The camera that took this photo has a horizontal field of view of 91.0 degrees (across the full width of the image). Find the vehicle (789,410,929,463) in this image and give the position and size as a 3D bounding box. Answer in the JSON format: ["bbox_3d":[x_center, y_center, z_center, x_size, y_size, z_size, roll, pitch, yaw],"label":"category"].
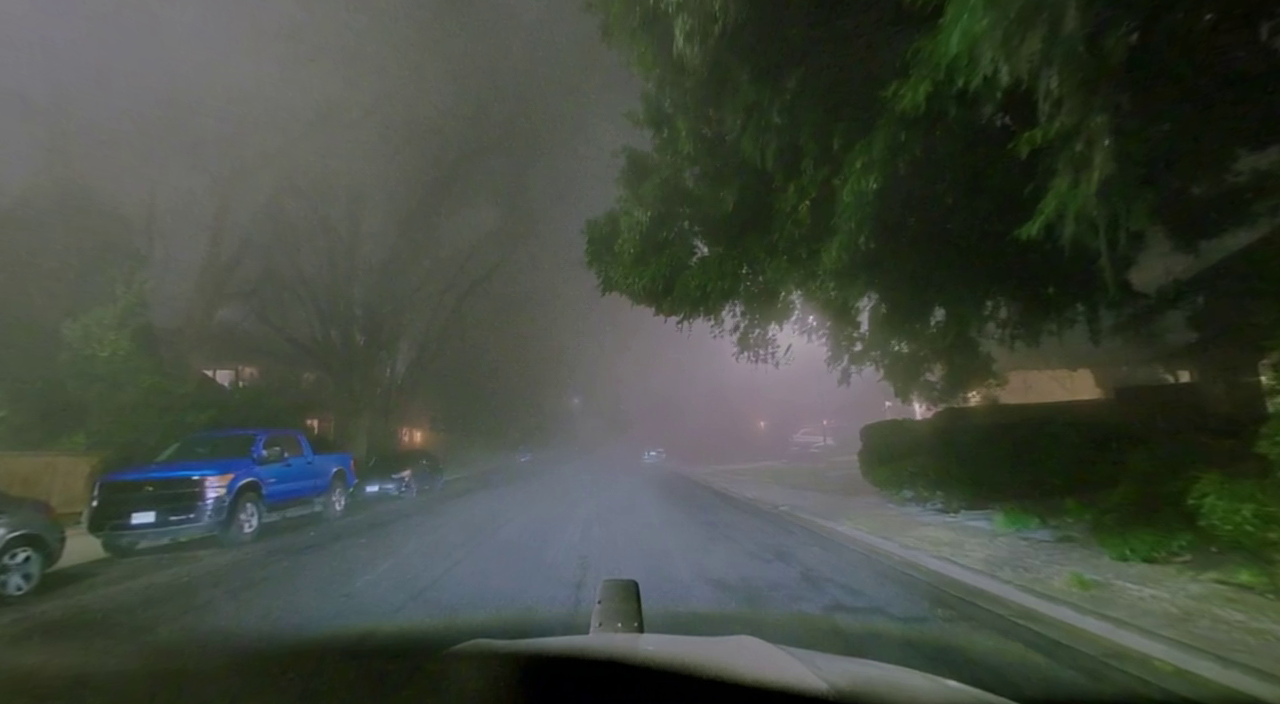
[{"bbox_3d":[9.321,3.638,27.066,5.097,1.824,2.113,-4,-8,-3],"label":"vehicle"}]

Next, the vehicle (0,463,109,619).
[{"bbox_3d":[-6.955,1.638,4.851,1.919,1.422,4.400,0,-8,-1],"label":"vehicle"}]

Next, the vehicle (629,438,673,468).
[{"bbox_3d":[0.506,5.436,34.029,2.006,1.494,4.211,1,-8,-4],"label":"vehicle"}]

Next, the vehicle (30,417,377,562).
[{"bbox_3d":[-7.062,2.269,11.311,2.329,1.947,5.455,0,-8,0],"label":"vehicle"}]

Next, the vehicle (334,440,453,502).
[{"bbox_3d":[-7.256,3.513,19.118,1.995,1.608,4.596,0,-8,-3],"label":"vehicle"}]

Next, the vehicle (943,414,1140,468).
[{"bbox_3d":[11.449,2.584,18.207,4.390,1.457,1.861,0,-8,0],"label":"vehicle"}]
